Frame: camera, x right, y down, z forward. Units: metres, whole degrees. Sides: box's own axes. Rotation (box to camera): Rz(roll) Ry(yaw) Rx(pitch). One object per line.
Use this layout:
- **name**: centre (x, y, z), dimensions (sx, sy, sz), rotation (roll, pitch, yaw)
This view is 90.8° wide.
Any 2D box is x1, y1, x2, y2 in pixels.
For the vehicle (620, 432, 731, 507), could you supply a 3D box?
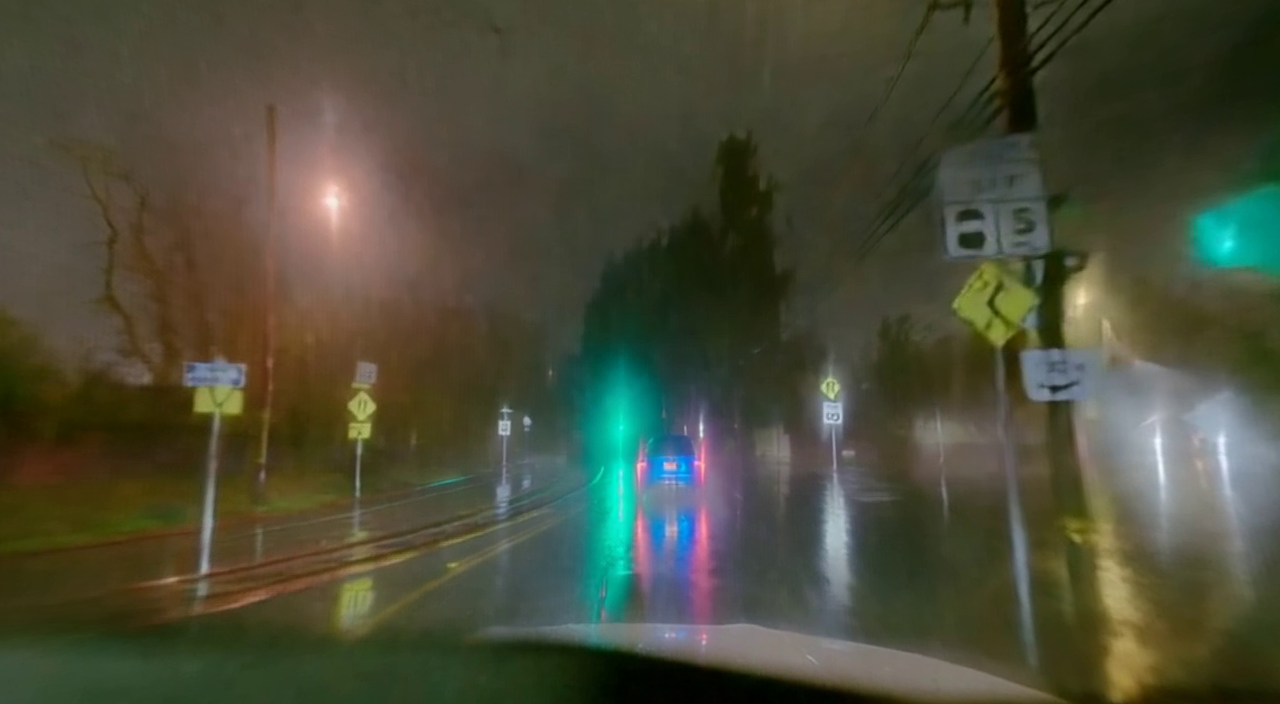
- **vehicle**: centre (0.808, 2.748, 15.342), dimensions (2.295, 1.510, 4.364), rotation (-1, -8, 2)
